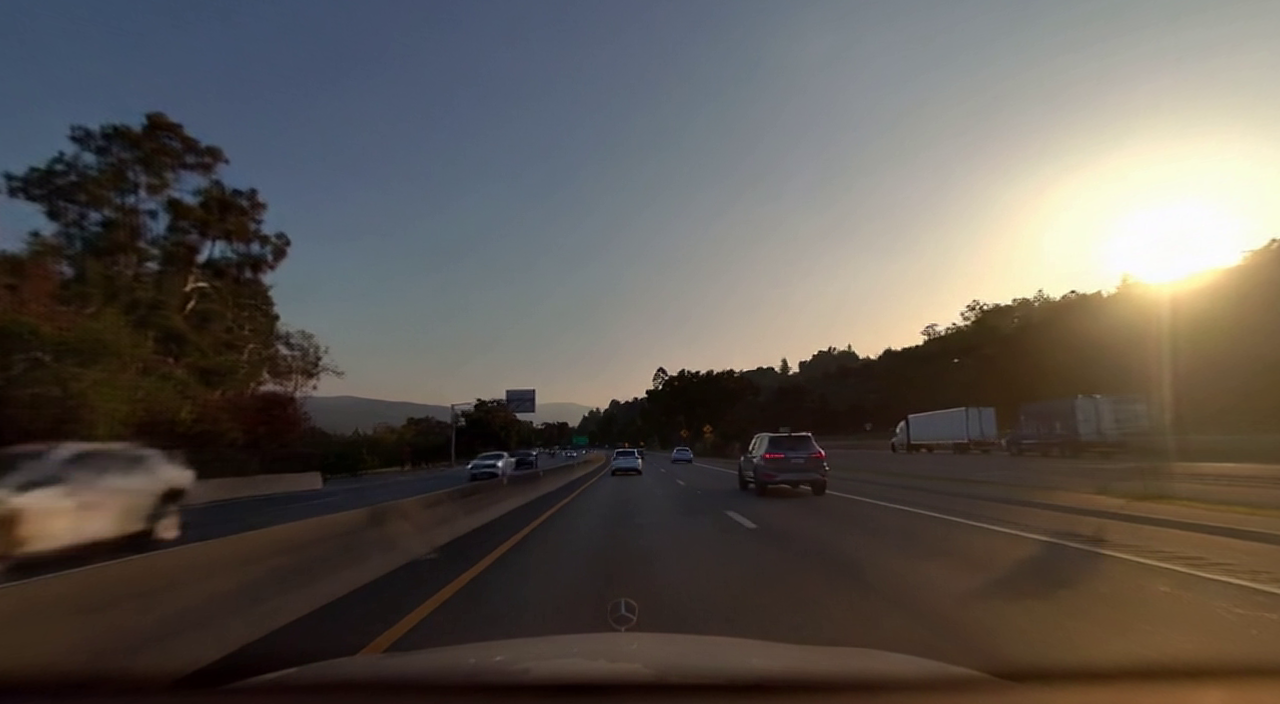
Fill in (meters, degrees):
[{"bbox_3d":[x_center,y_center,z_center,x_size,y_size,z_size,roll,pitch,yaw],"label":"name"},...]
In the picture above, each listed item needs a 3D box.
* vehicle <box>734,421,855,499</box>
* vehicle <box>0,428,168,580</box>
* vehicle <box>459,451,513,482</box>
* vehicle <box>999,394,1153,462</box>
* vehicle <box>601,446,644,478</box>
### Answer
[{"bbox_3d":[4.308,3.133,18.456,2.261,1.952,4.784,0,-9,-1],"label":"vehicle"},{"bbox_3d":[-8.939,1.947,8.175,2.126,1.851,4.357,0,-9,0],"label":"vehicle"},{"bbox_3d":[-8.507,6.340,34.969,1.896,1.519,4.372,0,-9,0],"label":"vehicle"},{"bbox_3d":[27.064,4.965,39.830,2.971,3.746,10.126,-1,-9,3],"label":"vehicle"},{"bbox_3d":[-0.863,5.487,31.581,2.029,1.483,3.769,0,-9,-1],"label":"vehicle"}]
